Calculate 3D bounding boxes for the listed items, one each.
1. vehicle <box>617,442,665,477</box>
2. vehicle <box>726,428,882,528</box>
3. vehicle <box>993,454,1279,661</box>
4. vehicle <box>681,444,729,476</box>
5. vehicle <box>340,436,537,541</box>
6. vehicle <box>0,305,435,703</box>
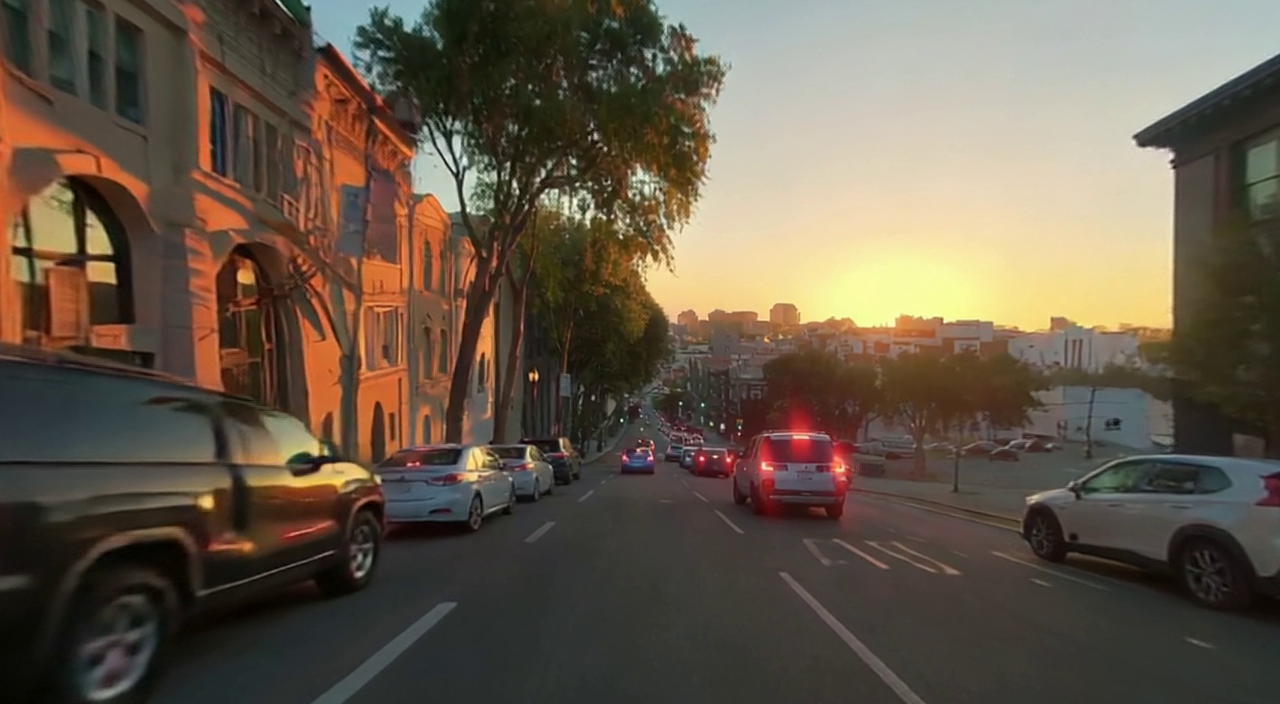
[{"bbox_3d":[0.050,4.759,28.089,2.007,1.460,3.923,0,-8,0],"label":"vehicle"},{"bbox_3d":[3.134,2.506,13.143,2.002,1.707,4.547,0,-8,0],"label":"vehicle"},{"bbox_3d":[6.233,2.036,7.289,1.913,1.624,4.116,0,-8,2],"label":"vehicle"},{"bbox_3d":[3.230,5.456,32.071,1.966,1.475,4.528,0,-8,0],"label":"vehicle"},{"bbox_3d":[-3.235,2.272,11.172,1.863,1.466,4.416,0,-8,3],"label":"vehicle"},{"bbox_3d":[-3.404,1.051,4.318,2.142,1.832,5.373,0,-8,0],"label":"vehicle"}]
